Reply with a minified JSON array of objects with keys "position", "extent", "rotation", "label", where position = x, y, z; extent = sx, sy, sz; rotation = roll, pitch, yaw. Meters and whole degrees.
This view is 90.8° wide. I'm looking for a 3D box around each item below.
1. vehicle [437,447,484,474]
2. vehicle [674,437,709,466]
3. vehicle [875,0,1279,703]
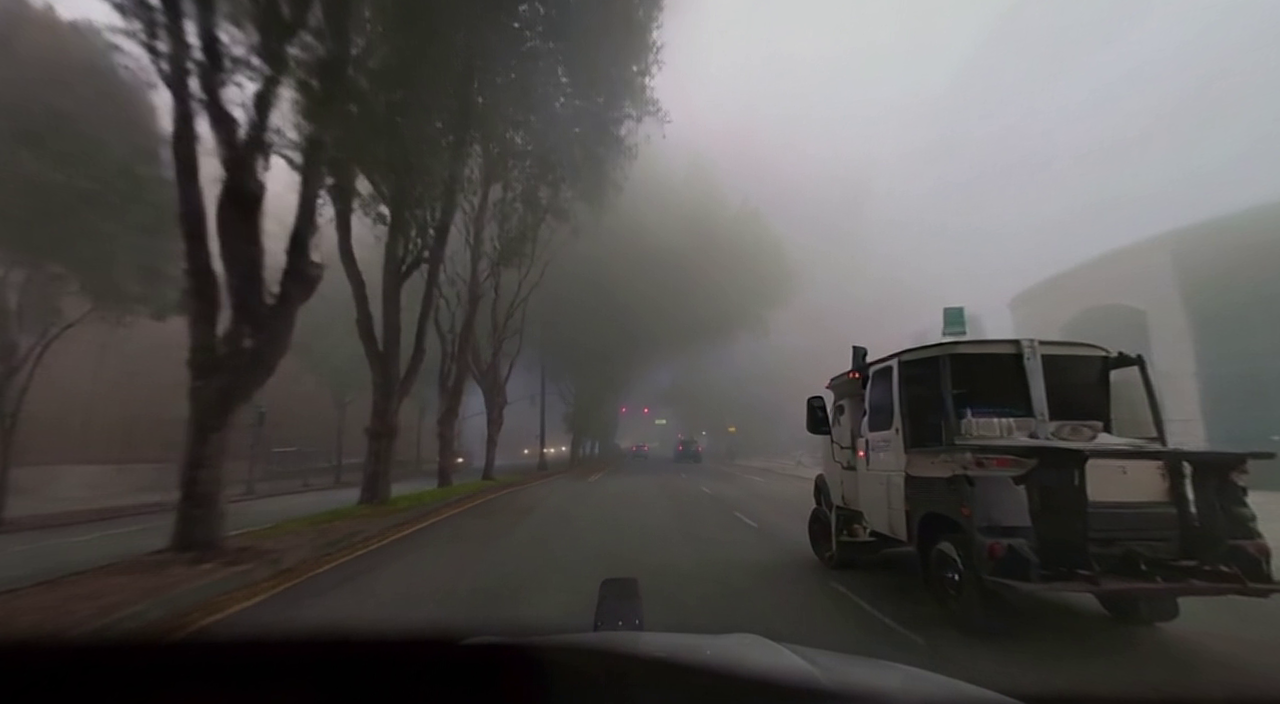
[{"position":[-13.613,8.239,48.235],"extent":[2.140,1.961,4.641],"rotation":[0,-9,1],"label":"vehicle"},{"position":[3.655,7.220,45.790],"extent":[2.099,1.936,4.575],"rotation":[0,-9,-1],"label":"vehicle"},{"position":[3.817,-0.159,1.132],"extent":[2.731,3.407,10.262],"rotation":[0,-9,-1],"label":"vehicle"}]
